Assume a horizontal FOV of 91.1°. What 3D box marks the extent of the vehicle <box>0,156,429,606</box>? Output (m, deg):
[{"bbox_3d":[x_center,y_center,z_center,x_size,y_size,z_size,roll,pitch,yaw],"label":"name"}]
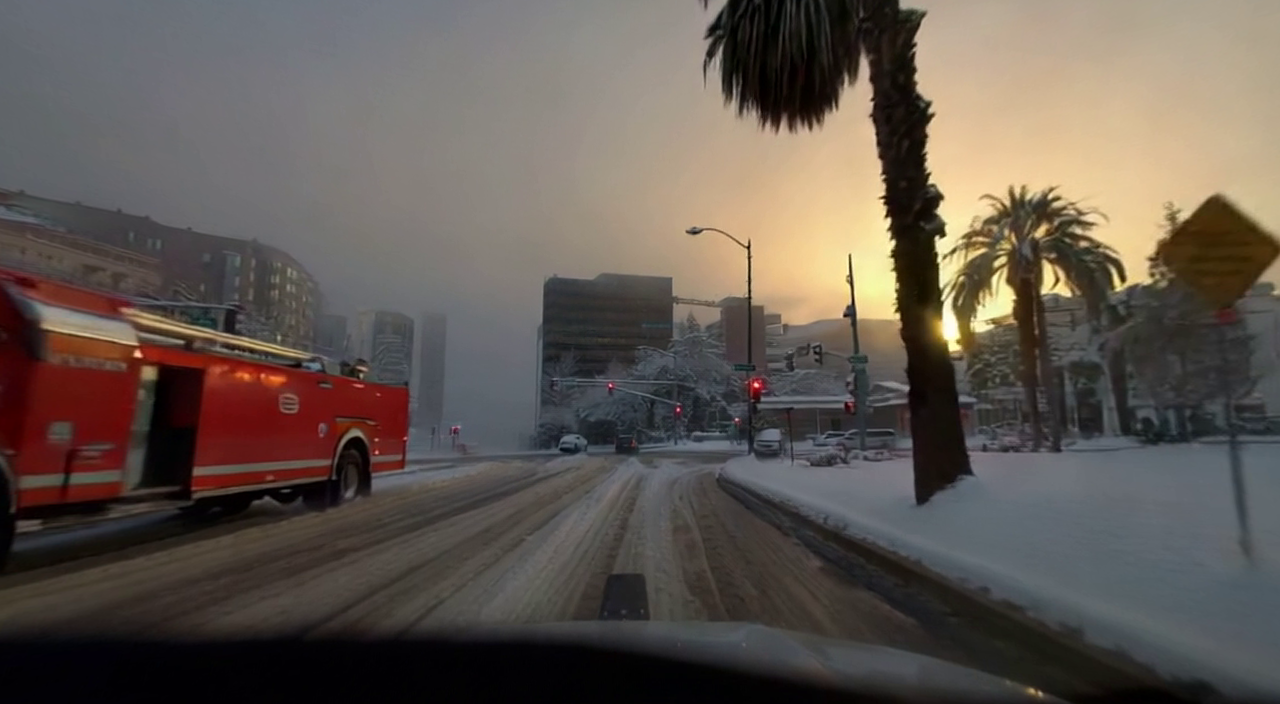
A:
[{"bbox_3d":[-6.880,0.948,9.892,3.008,3.730,11.786,0,-9,0],"label":"vehicle"}]
